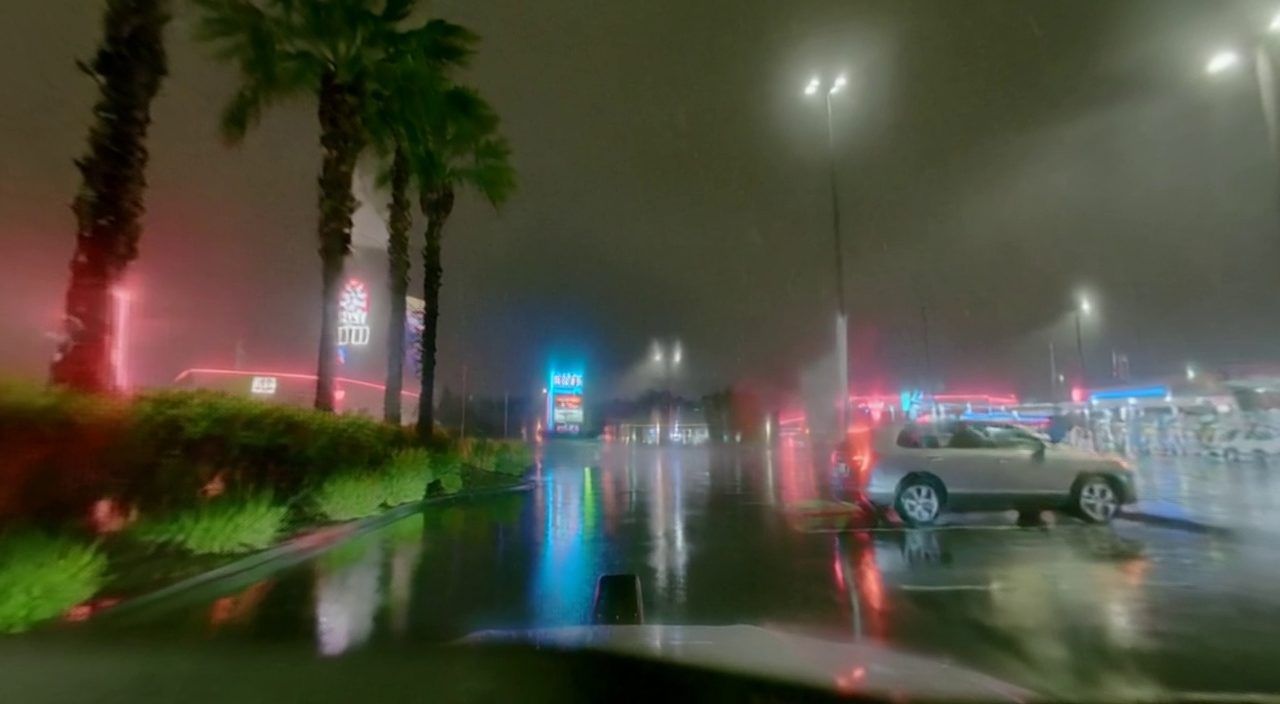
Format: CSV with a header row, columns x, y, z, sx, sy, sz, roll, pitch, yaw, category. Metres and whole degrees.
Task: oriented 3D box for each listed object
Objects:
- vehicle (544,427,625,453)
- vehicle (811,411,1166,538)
x,y,z,sx,sy,sz,roll,pitch,yaw,category
-4.046,6.470,46.640,5.763,1.840,2.077,0,-8,-2,vehicle
5.452,1.938,10.412,4.560,1.818,2.148,0,-8,-4,vehicle
